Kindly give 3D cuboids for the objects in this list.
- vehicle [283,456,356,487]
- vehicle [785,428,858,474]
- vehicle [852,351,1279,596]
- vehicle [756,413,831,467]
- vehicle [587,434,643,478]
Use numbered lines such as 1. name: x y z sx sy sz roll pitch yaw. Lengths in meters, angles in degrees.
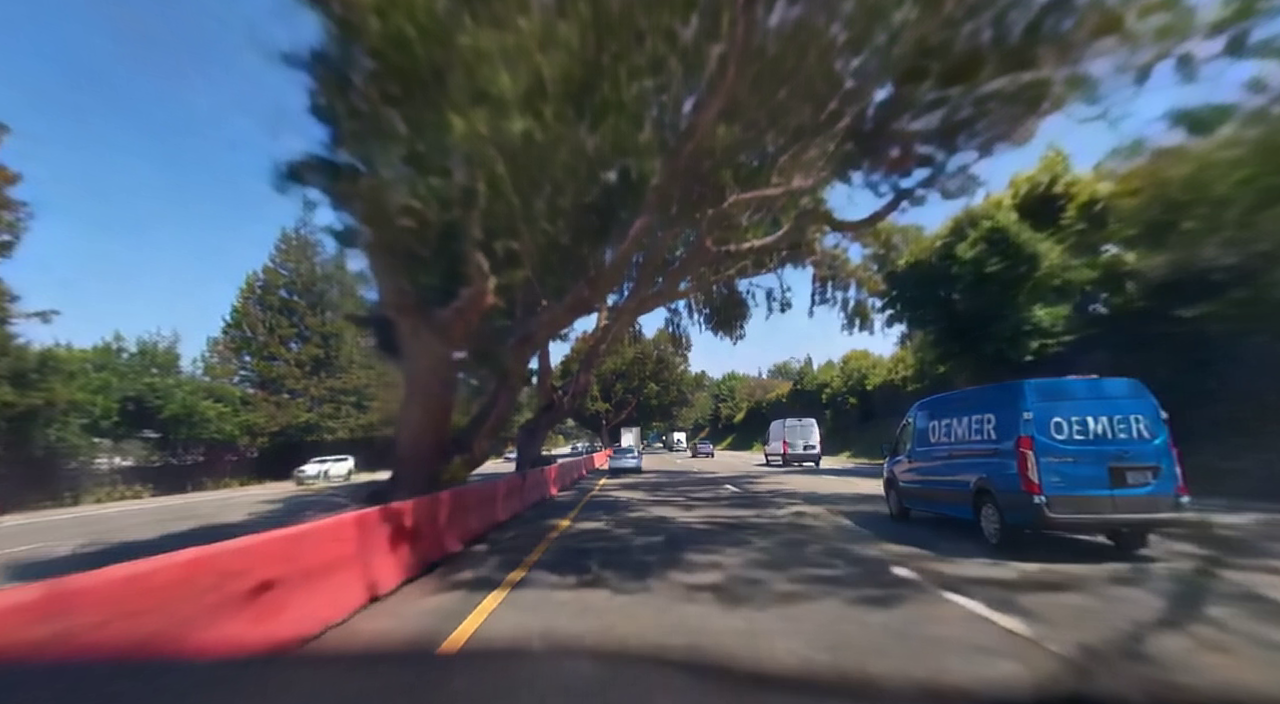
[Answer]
1. vehicle: -18.223 6.781 36.034 1.868 1.545 4.470 0 -8 0
2. vehicle: 8.232 4.509 28.870 2.255 1.960 3.229 0 -8 -1
3. vehicle: 4.750 1.346 7.825 2.223 2.008 5.121 0 -8 -2
4. vehicle: 8.076 4.744 33.842 2.385 2.635 5.633 0 -8 -2
5. vehicle: -0.987 4.175 25.524 2.100 1.636 3.620 0 -8 -2
